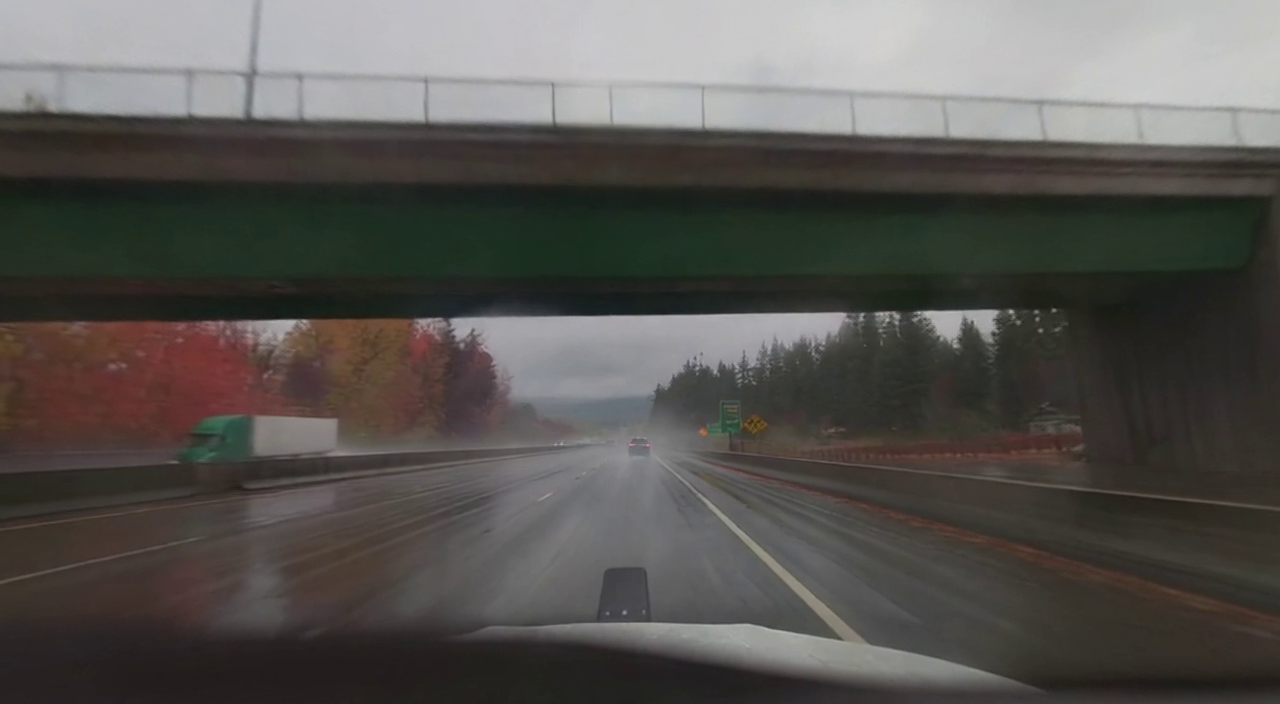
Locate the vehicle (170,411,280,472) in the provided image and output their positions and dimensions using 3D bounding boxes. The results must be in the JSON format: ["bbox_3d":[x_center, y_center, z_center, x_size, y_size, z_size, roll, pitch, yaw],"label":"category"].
[{"bbox_3d":[-26.411,5.731,40.351,2.897,3.531,5.935,1,-8,-1],"label":"vehicle"}]
